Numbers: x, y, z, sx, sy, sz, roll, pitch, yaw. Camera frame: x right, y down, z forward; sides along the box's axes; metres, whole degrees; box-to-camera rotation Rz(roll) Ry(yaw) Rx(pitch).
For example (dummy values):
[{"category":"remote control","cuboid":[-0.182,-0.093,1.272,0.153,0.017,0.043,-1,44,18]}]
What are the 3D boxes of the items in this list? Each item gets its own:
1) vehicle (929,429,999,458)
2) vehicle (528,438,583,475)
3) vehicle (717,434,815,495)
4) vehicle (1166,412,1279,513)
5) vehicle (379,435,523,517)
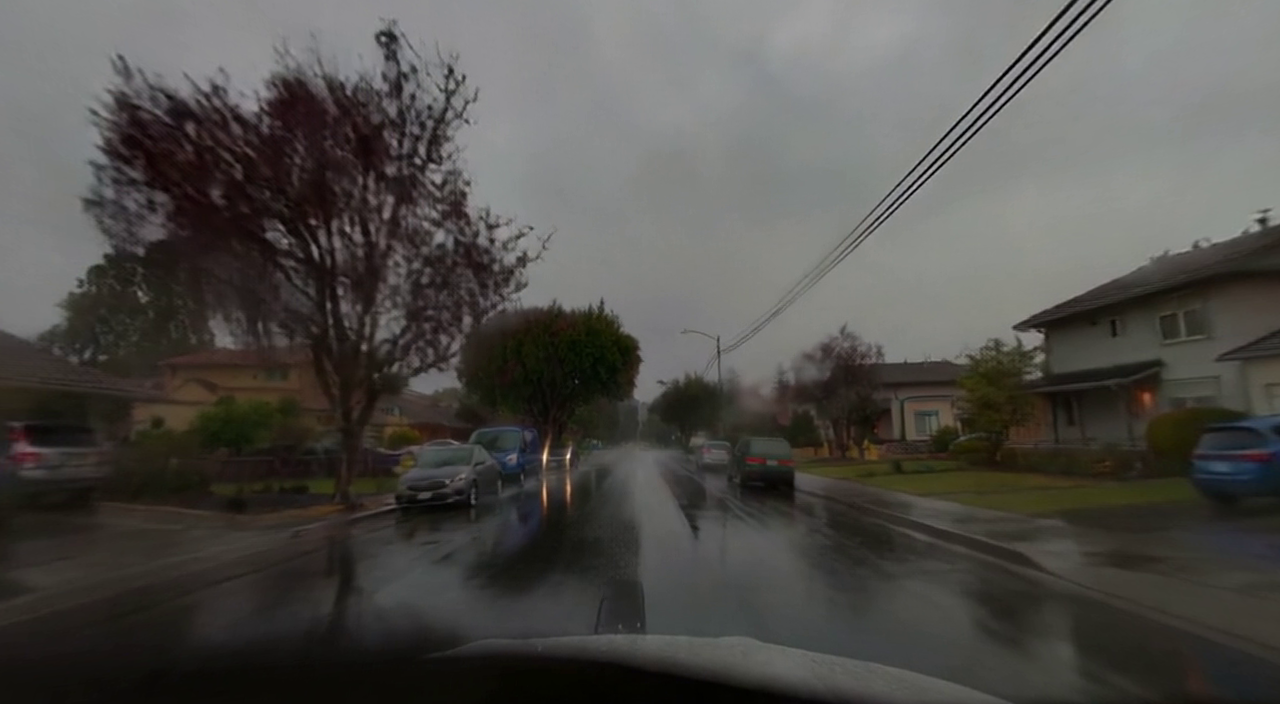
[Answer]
[{"category":"vehicle","cuboid":[19.459,5.535,38.181,2.086,1.658,4.154,0,-8,2]},{"category":"vehicle","cuboid":[-4.299,5.395,32.820,2.157,1.736,4.104,-1,-9,1]},{"category":"vehicle","cuboid":[4.137,3.808,21.899,2.152,1.810,5.846,0,-8,0]},{"category":"vehicle","cuboid":[12.429,1.775,10.791,4.872,1.521,2.229,-2,-6,-1]},{"category":"vehicle","cuboid":[-4.560,3.002,16.112,2.116,1.659,4.832,-3,-7,1]}]
